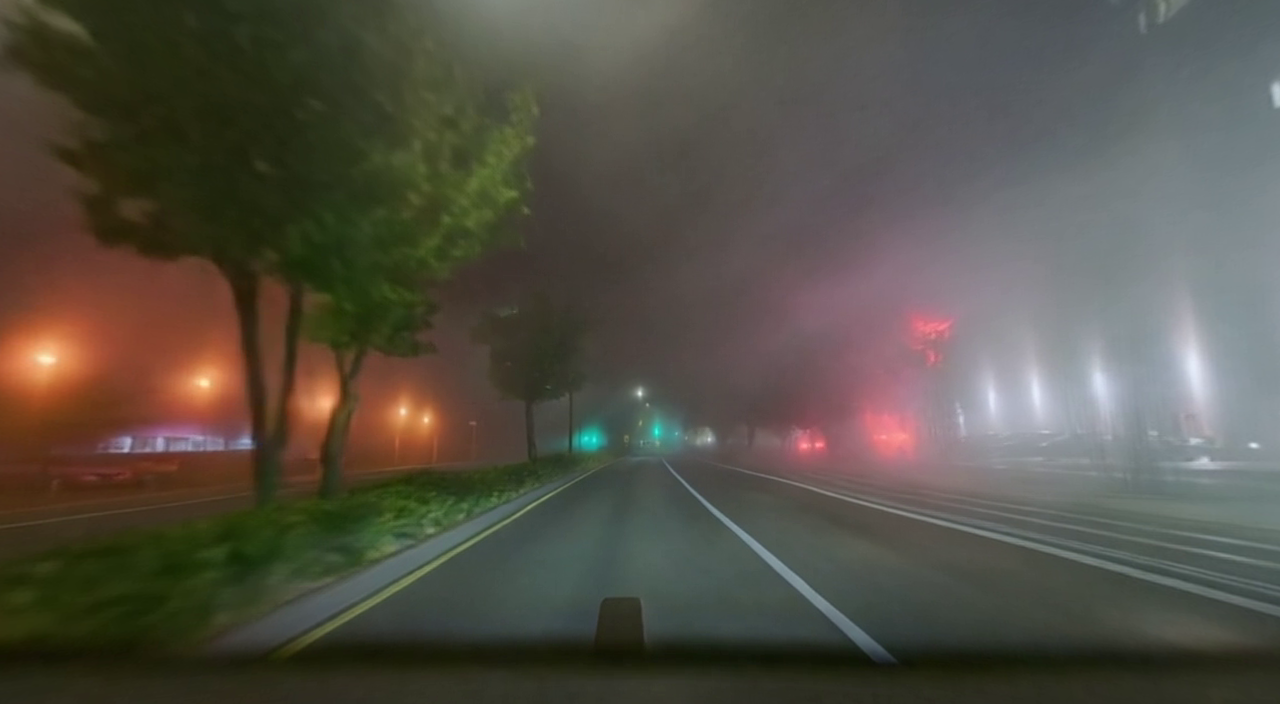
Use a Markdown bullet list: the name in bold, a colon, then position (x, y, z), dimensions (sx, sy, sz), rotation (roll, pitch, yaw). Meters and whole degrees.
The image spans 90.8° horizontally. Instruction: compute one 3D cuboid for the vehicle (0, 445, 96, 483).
- **vehicle**: position (-29.445, 5.430, 30.512), dimensions (4.470, 1.480, 1.989), rotation (-4, -10, -1)
